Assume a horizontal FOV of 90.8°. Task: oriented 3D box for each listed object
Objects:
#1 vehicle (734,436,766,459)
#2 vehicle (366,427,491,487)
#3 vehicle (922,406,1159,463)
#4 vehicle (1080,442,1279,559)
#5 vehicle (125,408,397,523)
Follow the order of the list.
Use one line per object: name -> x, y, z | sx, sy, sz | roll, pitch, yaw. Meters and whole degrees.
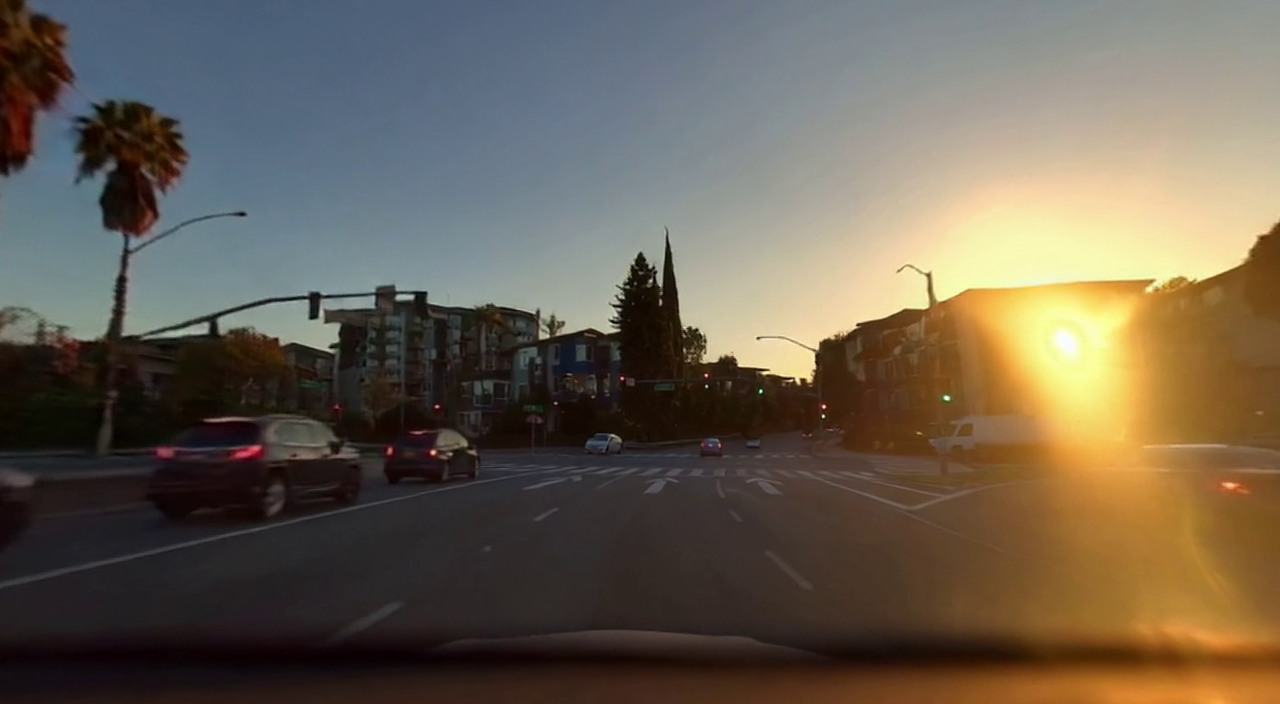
vehicle -> 8.414, 7.324, 48.459 | 2.255, 1.708, 4.328 | -2, -8, 10
vehicle -> -6.602, 3.332, 20.379 | 2.010, 1.686, 4.653 | -1, -8, 6
vehicle -> 25.627, 5.431, 41.191 | 12.701, 3.428, 3.061 | -2, -8, 8
vehicle -> 9.367, 2.190, 10.156 | 2.144, 1.473, 4.638 | -2, -9, 14
vehicle -> -6.928, 2.142, 12.439 | 2.188, 1.789, 4.881 | -1, -8, 2
